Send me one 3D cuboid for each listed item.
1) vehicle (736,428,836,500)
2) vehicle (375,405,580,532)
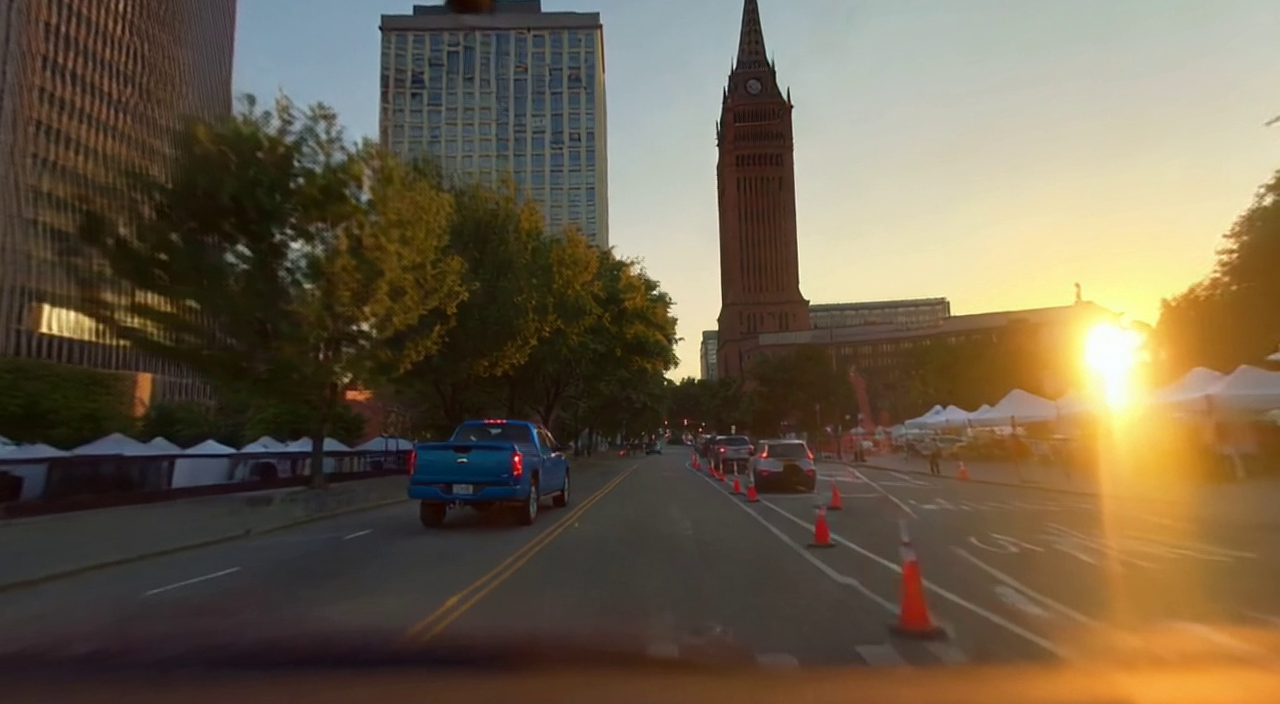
[{"bbox_3d":[3.643,2.879,16.535,2.023,1.607,4.225,-1,-8,6],"label":"vehicle"},{"bbox_3d":[-2.823,2.243,12.750,2.452,1.954,5.653,-1,-8,2],"label":"vehicle"}]
